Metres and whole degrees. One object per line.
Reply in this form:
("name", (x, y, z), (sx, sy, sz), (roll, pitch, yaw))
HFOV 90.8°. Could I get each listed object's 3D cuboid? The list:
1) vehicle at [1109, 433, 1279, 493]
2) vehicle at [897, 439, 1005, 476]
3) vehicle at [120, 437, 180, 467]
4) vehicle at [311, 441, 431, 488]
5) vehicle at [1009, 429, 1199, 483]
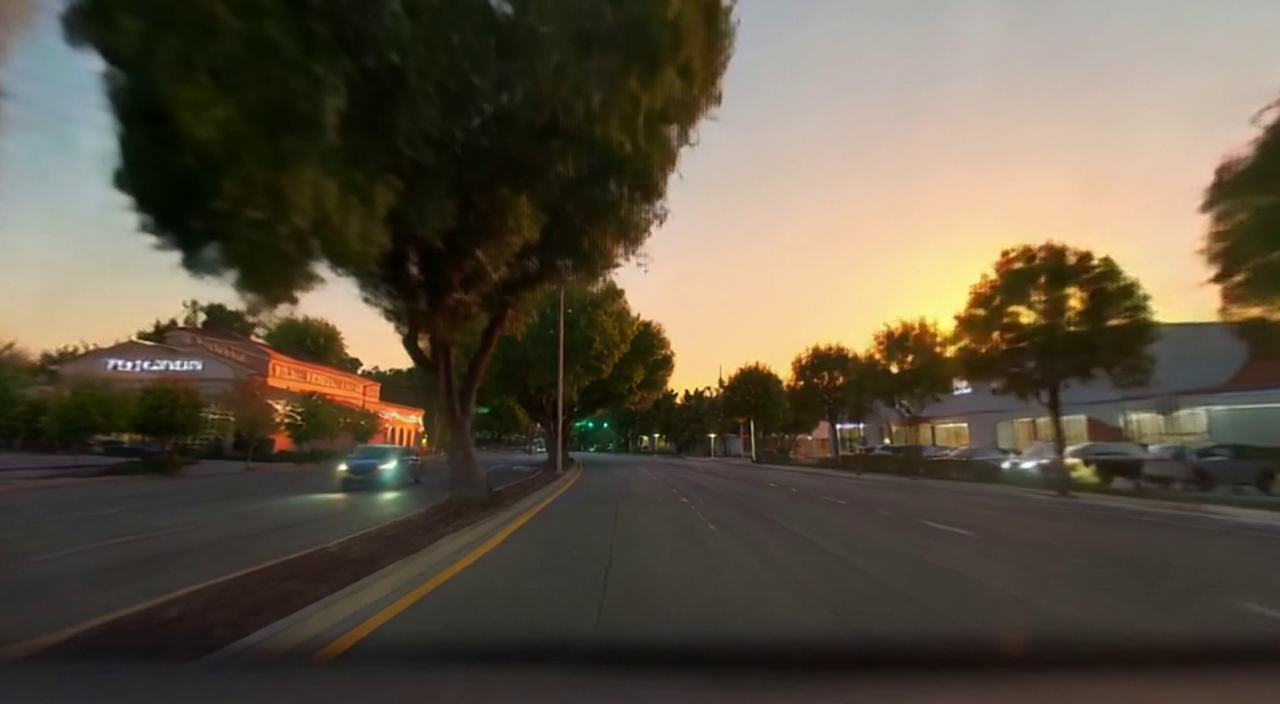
("vehicle", (17.731, 3.485, 19.703), (4.481, 1.685, 2.195), (1, -10, -3))
("vehicle", (16.389, 5.564, 33.463), (4.660, 1.814, 2.099), (1, -9, -9))
("vehicle", (-32.603, 6.683, 42.206), (2.072, 1.840, 5.198), (4, -10, -26))
("vehicle", (-9.266, 3.917, 22.269), (2.094, 1.485, 4.446), (-1, -9, 3))
("vehicle", (16.456, 3.710, 22.641), (4.919, 1.785, 2.460), (1, -9, -4))
